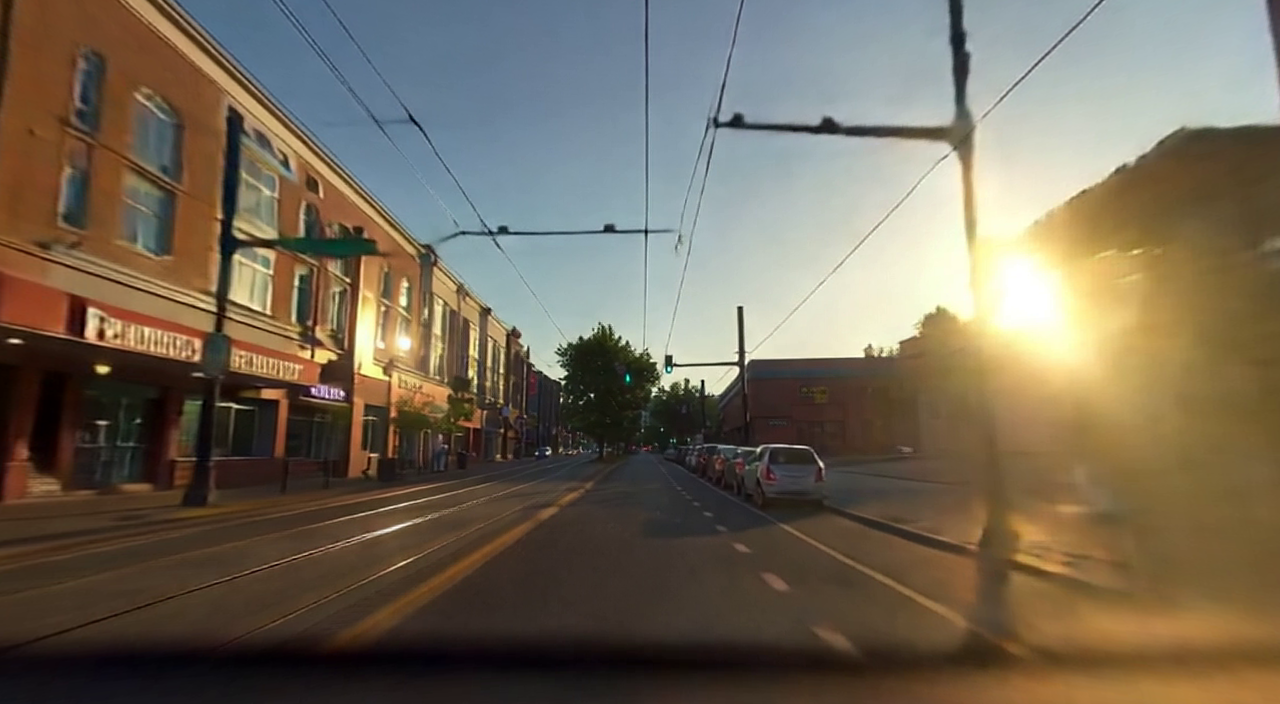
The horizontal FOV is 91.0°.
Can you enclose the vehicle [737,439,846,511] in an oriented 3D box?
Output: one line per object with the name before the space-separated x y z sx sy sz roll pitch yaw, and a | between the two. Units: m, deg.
vehicle | 3.593 2.964 15.632 1.819 1.546 3.681 0 -8 1
